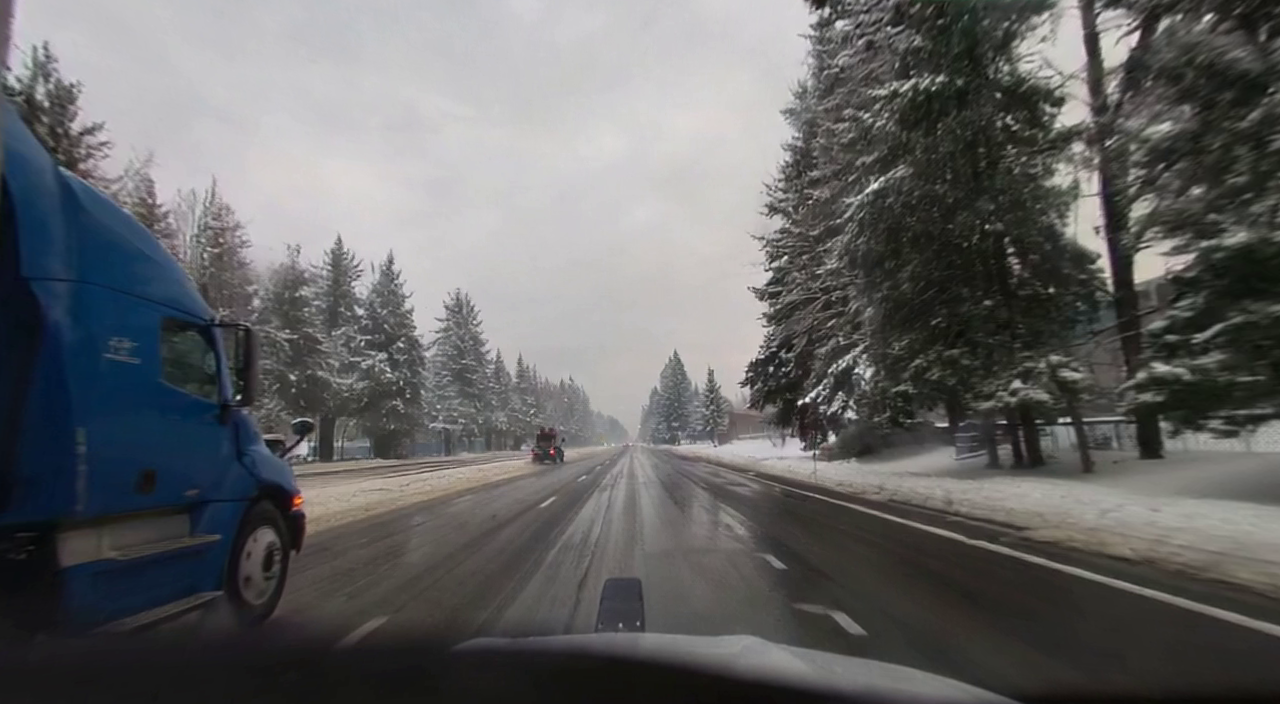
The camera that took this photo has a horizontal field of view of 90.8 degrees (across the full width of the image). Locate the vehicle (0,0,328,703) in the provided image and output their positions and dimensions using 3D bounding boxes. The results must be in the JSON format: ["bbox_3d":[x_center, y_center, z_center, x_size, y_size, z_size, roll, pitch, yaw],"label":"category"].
[{"bbox_3d":[-3.606,-0.202,0.118,2.910,3.419,8.376,0,-8,-1],"label":"vehicle"}]

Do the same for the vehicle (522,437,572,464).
[{"bbox_3d":[-6.878,7.408,47.683,2.743,1.832,7.257,0,-8,0],"label":"vehicle"}]
